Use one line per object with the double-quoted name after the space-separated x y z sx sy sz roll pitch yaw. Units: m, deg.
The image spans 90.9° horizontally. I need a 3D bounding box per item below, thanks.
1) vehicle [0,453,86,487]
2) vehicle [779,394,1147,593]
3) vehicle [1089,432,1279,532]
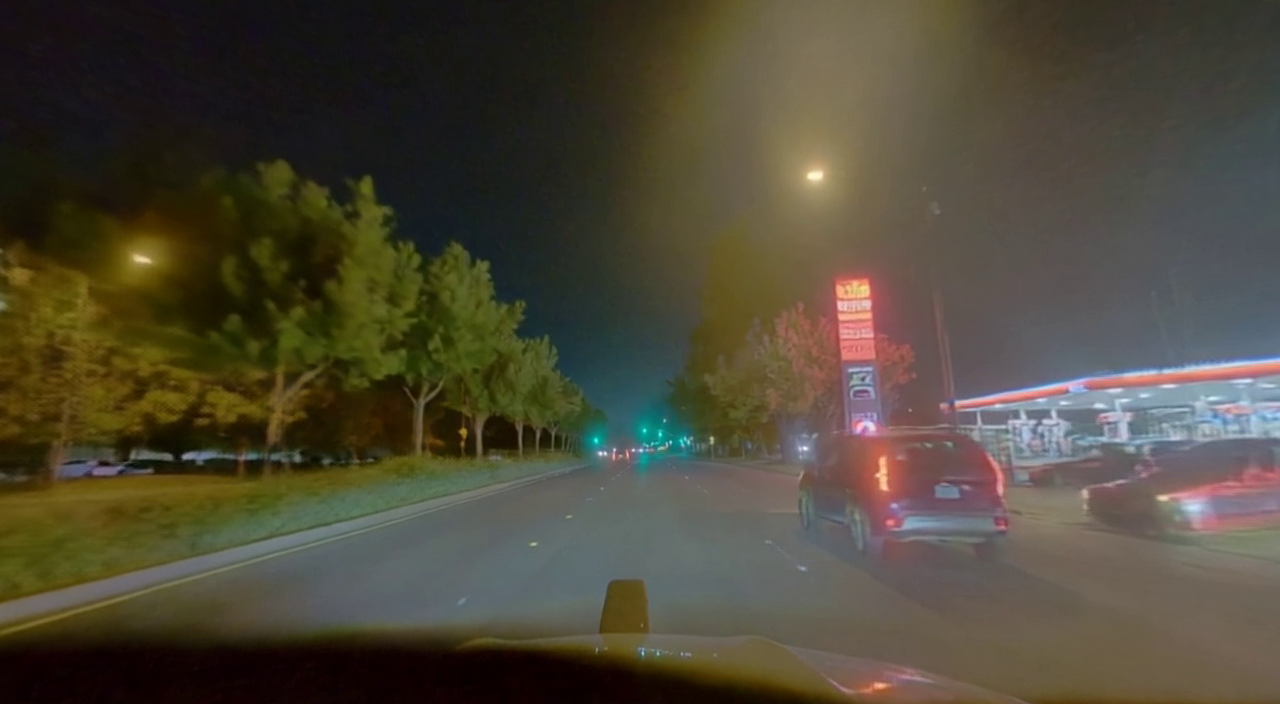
-31.183 6.066 32.170 4.188 1.365 1.883 -6 -8 3 "vehicle"
3.436 1.638 8.124 2.151 1.771 4.792 0 -9 0 "vehicle"
11.231 2.328 11.589 4.359 1.656 1.894 -1 -9 3 "vehicle"
